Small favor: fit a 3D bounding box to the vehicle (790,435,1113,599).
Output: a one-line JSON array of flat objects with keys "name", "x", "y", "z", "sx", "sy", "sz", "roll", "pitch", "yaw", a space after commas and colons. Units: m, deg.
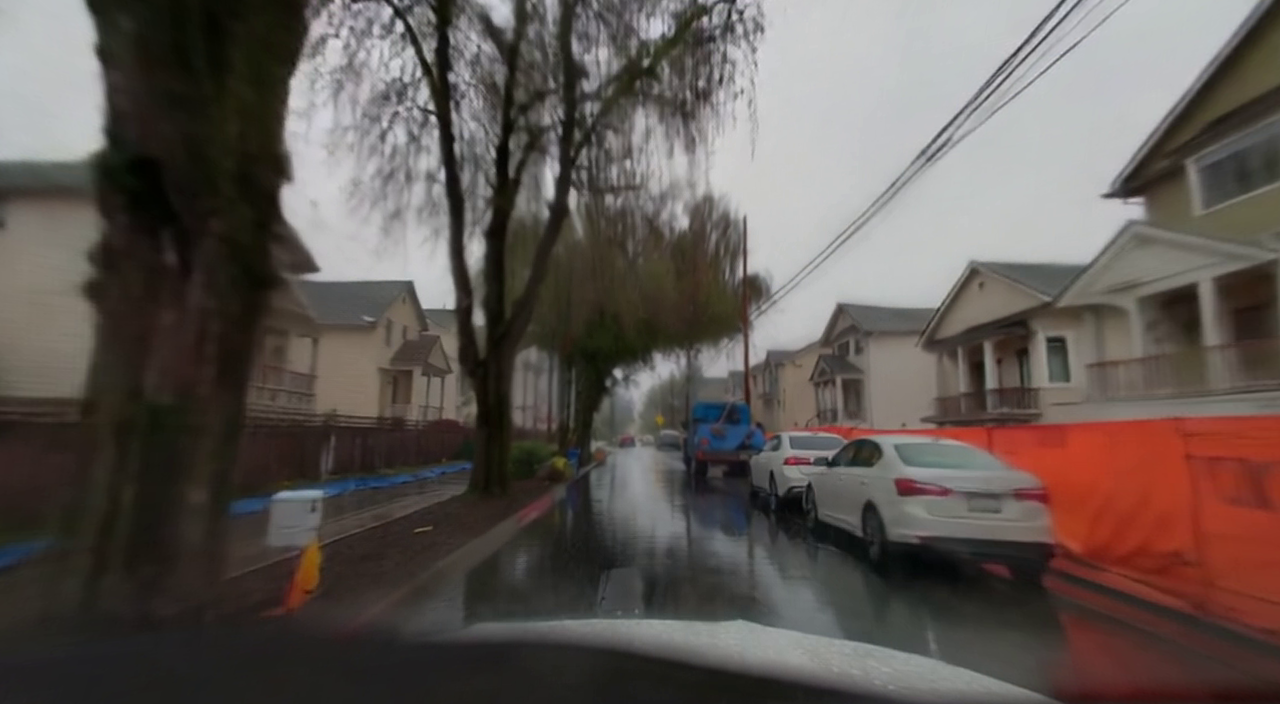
[{"name": "vehicle", "x": 3.307, "y": 1.767, "z": 7.807, "sx": 1.805, "sy": 1.436, "sz": 4.201, "roll": 0, "pitch": -7, "yaw": -1}]
